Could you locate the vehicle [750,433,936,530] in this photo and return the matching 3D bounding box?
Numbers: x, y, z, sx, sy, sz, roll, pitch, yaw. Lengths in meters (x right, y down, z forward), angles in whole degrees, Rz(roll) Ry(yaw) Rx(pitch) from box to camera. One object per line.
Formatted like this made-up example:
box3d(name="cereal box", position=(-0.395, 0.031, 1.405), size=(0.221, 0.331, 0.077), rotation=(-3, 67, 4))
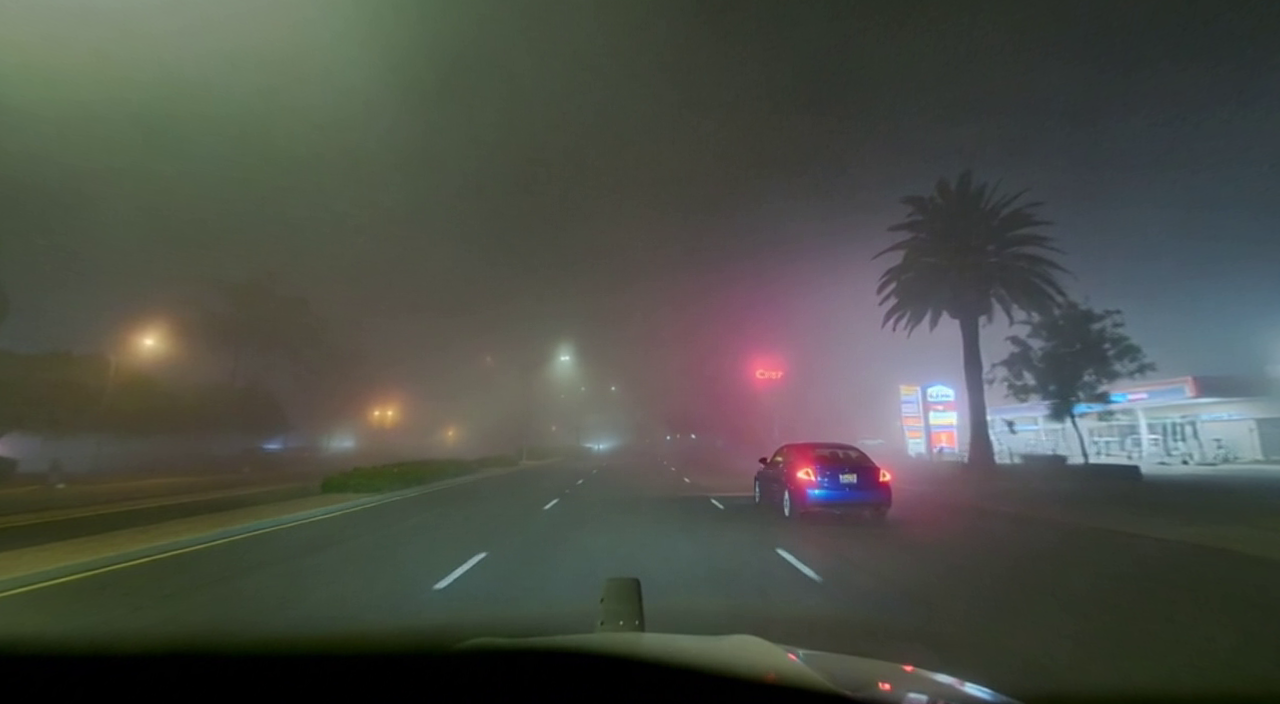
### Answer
box3d(name="vehicle", position=(3.458, 2.270, 11.737), size=(1.978, 1.442, 4.262), rotation=(0, -8, -1))
